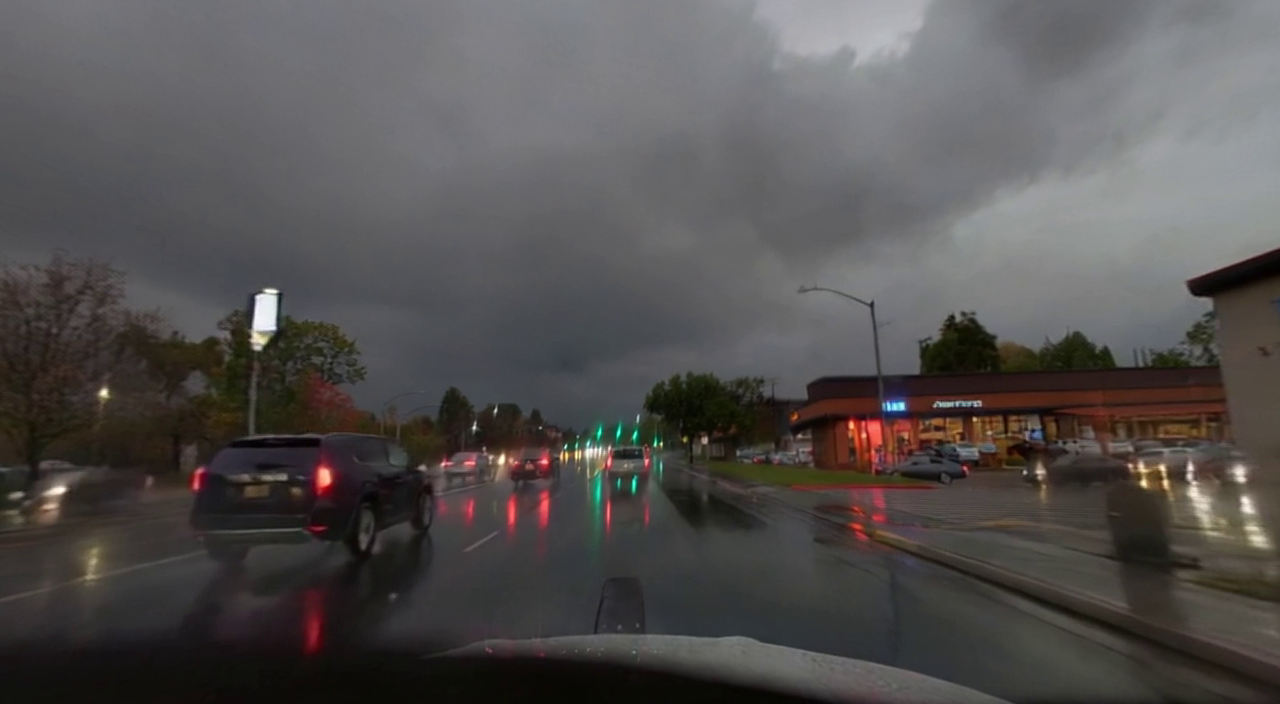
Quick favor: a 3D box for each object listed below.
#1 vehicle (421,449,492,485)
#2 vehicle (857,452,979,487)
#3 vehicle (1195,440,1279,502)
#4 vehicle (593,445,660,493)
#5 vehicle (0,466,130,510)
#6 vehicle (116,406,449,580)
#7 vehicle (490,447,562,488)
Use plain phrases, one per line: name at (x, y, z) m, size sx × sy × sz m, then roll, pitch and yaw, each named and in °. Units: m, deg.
vehicle at (-8.170, 5.156, 28.564) m, size 2.009 × 1.470 × 4.179 m, roll 0°, pitch -9°, yaw -1°
vehicle at (13.420, 5.683, 30.790) m, size 4.877 × 1.603 × 2.197 m, roll 0°, pitch -9°, yaw 3°
vehicle at (17.242, 3.262, 17.614) m, size 4.619 × 1.523 × 1.873 m, roll 8°, pitch -11°, yaw -40°
vehicle at (-0.458, 3.932, 21.535) m, size 2.061 × 1.469 × 3.954 m, roll 0°, pitch -9°, yaw -2°
vehicle at (-23.884, 5.513, 25.944) m, size 1.960 × 1.478 × 4.732 m, roll 0°, pitch -9°, yaw -1°
vehicle at (-4.432, 1.820, 8.908) m, size 2.096 × 1.807 × 4.413 m, roll 0°, pitch -9°, yaw 0°
vehicle at (-4.483, 4.599, 25.588) m, size 1.973 × 1.456 × 4.850 m, roll 0°, pitch -9°, yaw 0°
